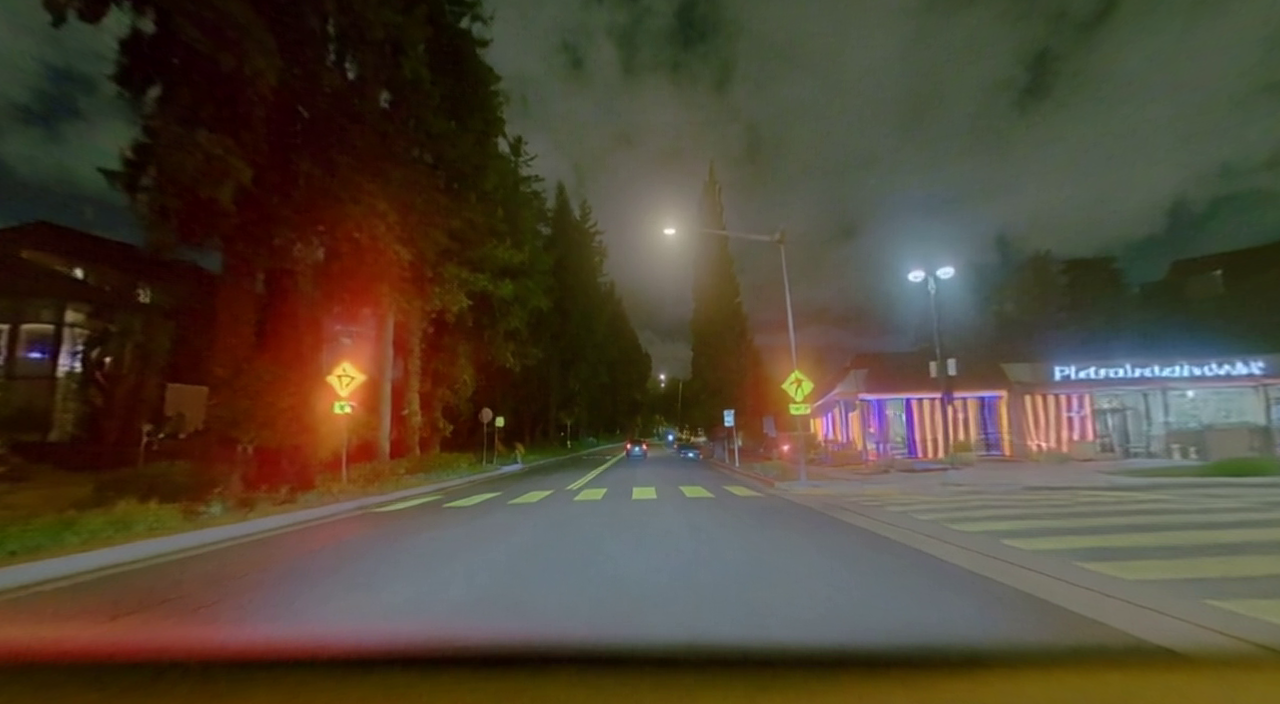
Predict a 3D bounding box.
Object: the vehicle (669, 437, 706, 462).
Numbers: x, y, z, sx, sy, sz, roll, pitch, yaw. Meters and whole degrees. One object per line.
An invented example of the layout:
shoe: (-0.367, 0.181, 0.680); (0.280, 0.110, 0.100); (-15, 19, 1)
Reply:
vehicle: (3.042, 6.377, 41.267); (2.152, 1.527, 4.010); (0, -9, 0)
